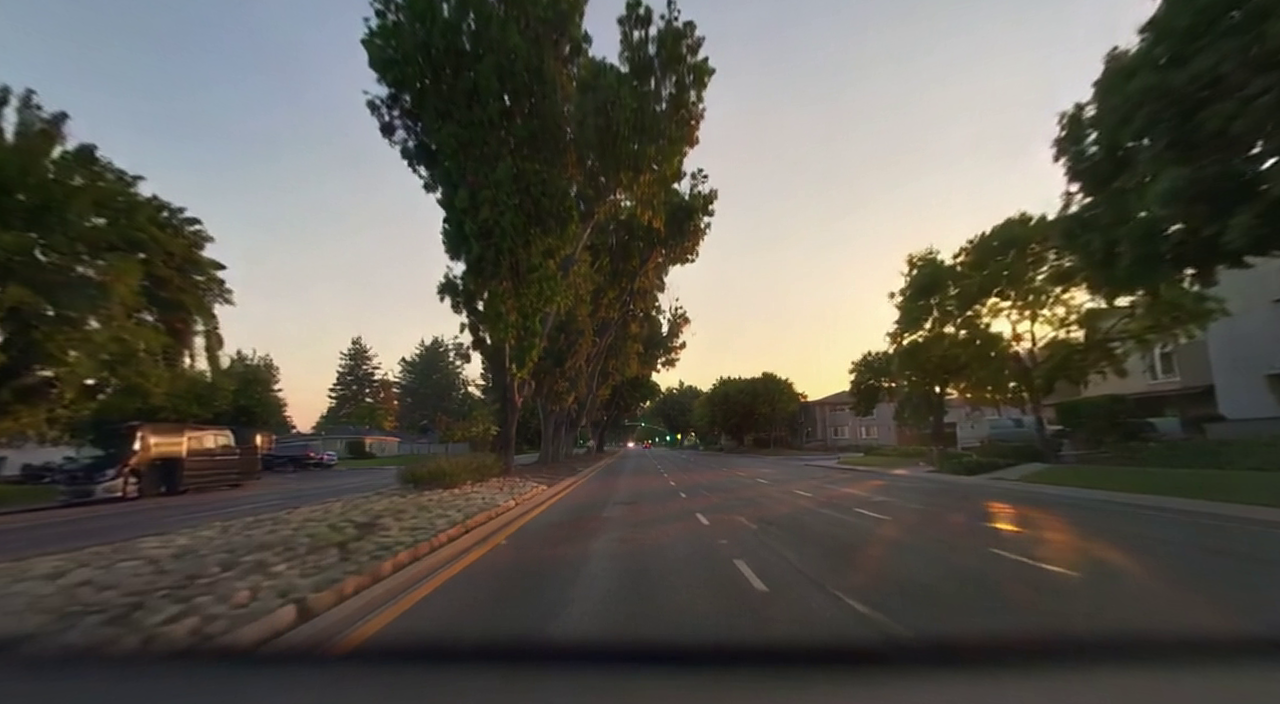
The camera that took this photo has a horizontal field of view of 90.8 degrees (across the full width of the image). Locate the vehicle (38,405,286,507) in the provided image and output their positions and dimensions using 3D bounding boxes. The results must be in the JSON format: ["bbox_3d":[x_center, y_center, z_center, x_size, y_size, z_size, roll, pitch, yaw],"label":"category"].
[{"bbox_3d":[-19.511,4.365,27.091,2.866,3.528,9.798,0,-8,0],"label":"vehicle"}]
